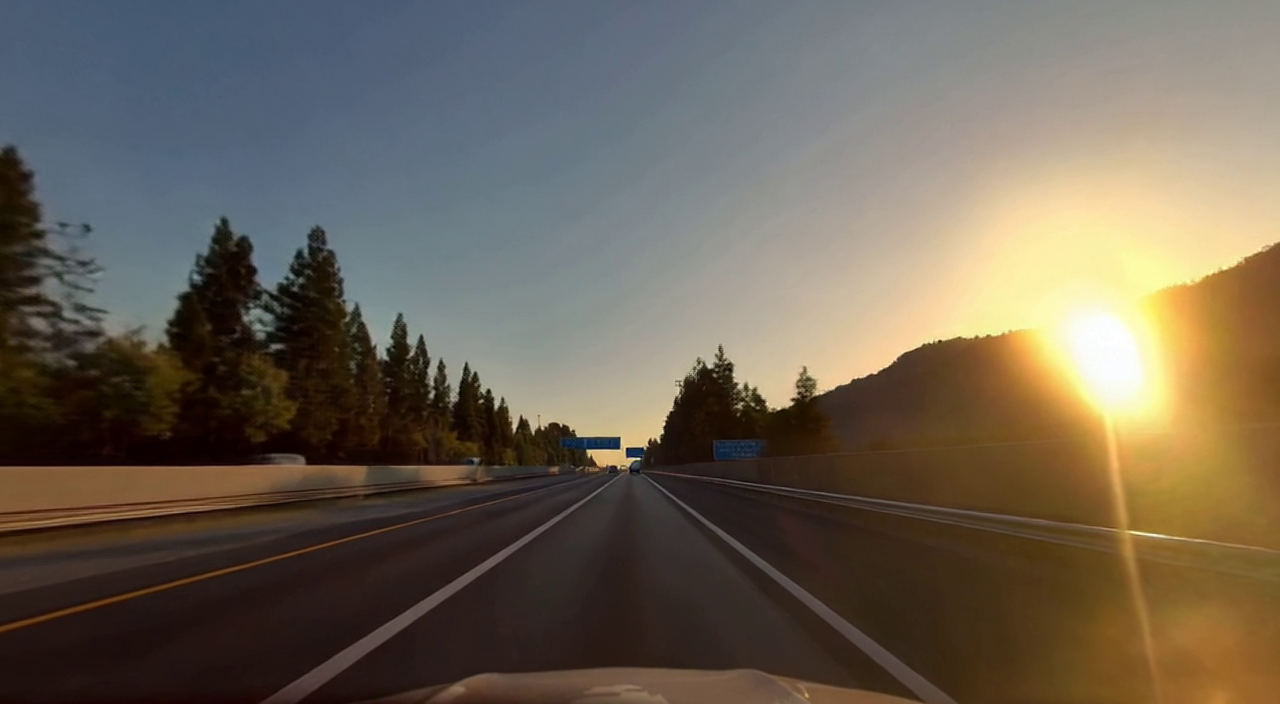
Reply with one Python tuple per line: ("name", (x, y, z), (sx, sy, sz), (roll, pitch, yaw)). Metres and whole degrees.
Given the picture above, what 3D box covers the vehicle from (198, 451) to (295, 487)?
("vehicle", (-16.917, 5.063, 27.333), (1.740, 1.434, 3.717), (1, -10, 0))
